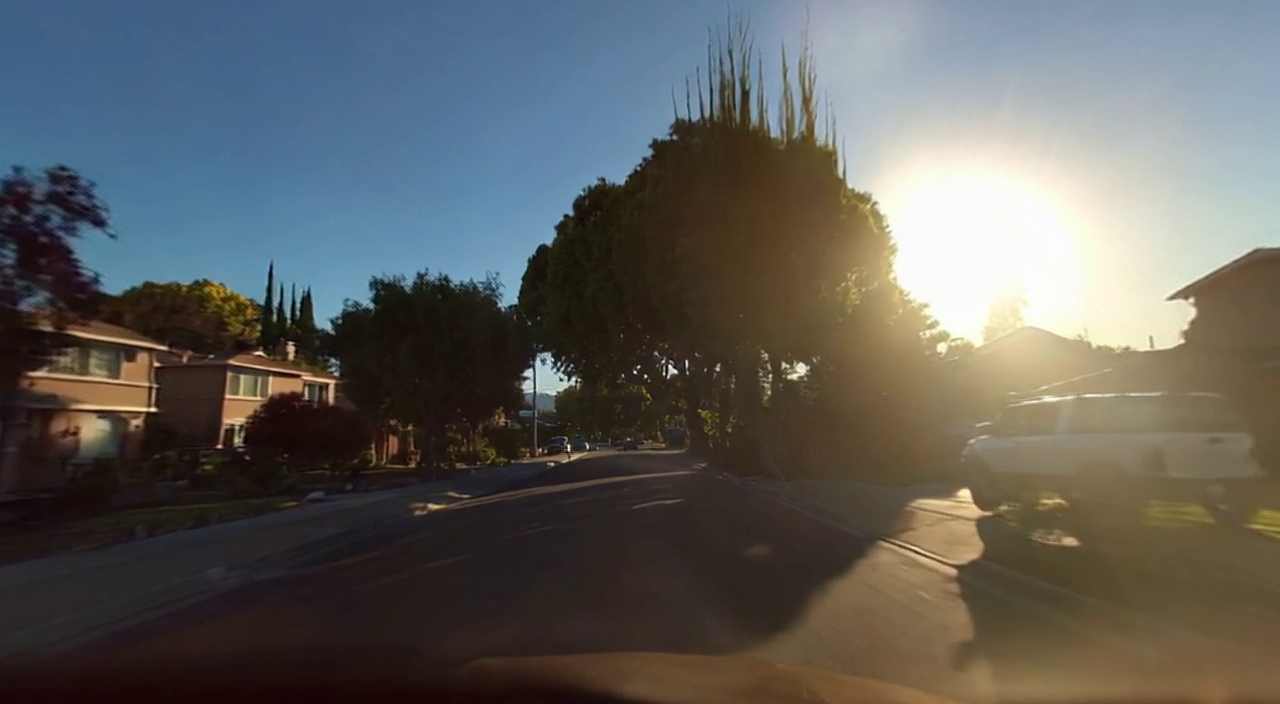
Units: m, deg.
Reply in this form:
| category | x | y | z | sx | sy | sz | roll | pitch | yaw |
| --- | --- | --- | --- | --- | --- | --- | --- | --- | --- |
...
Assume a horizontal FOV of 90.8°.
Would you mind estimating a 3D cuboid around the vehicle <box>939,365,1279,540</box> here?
| category | x | y | z | sx | sy | sz | roll | pitch | yaw |
| --- | --- | --- | --- | --- | --- | --- | --- | --- | --- |
| vehicle | 7.016 | 1.468 | 9.764 | 2.233 | 1.923 | 4.848 | -3 | -8 | -1 |
